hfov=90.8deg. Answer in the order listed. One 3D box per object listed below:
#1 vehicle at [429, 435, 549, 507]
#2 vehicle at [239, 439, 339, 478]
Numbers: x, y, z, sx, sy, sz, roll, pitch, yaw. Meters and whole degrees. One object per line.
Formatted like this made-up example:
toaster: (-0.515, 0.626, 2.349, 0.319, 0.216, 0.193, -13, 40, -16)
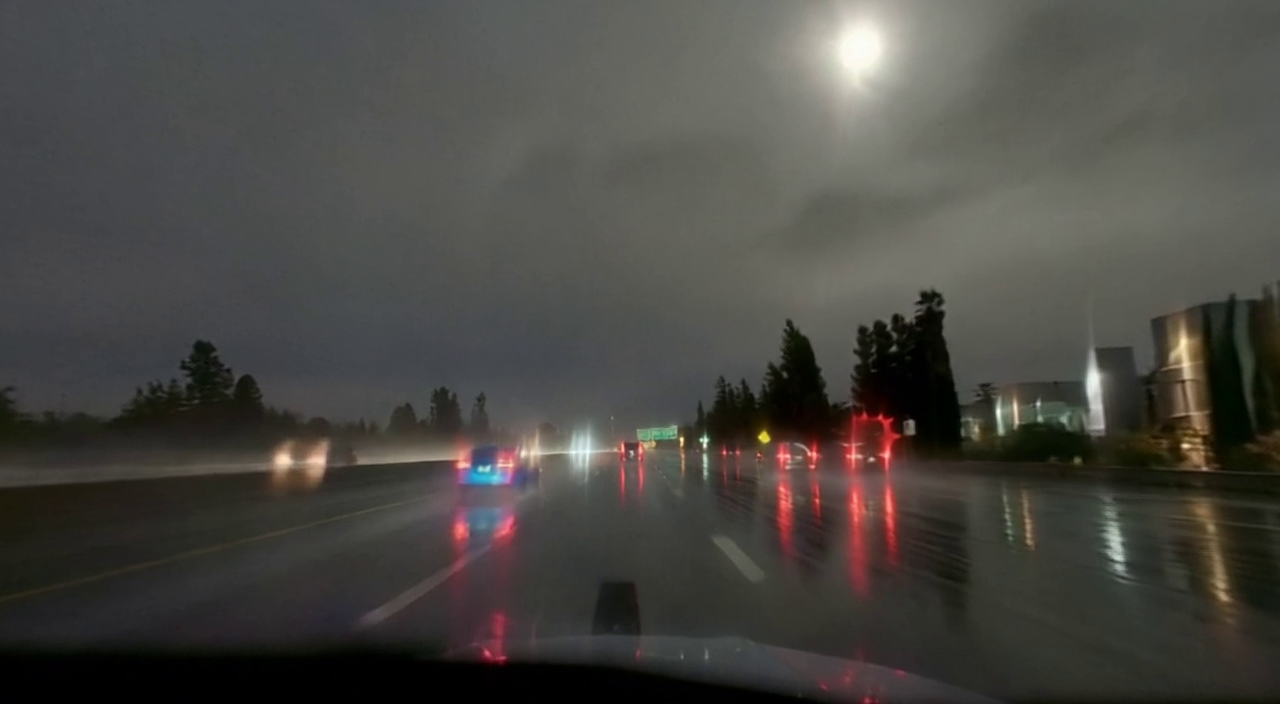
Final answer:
vehicle: (-3.746, 3.041, 16.639, 1.996, 1.617, 4.637, 0, -9, 0)
vehicle: (-17.313, 5.269, 31.503, 2.228, 1.795, 4.910, 0, -9, -1)
